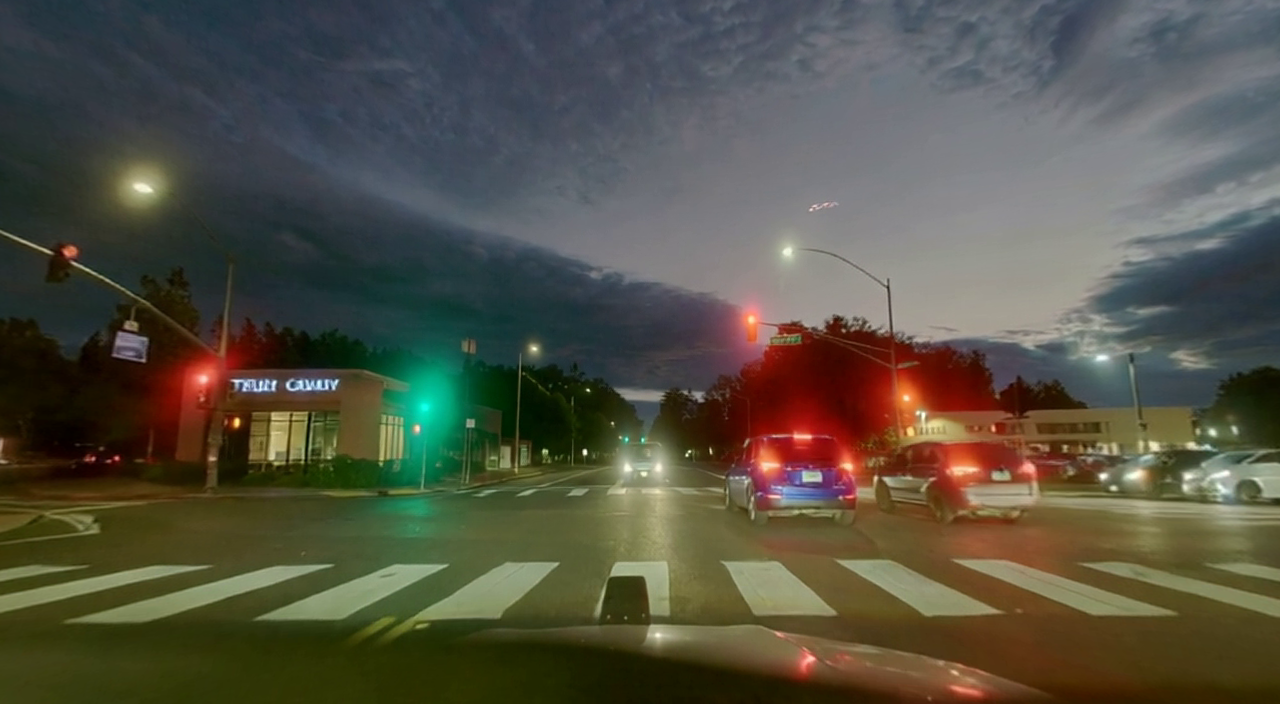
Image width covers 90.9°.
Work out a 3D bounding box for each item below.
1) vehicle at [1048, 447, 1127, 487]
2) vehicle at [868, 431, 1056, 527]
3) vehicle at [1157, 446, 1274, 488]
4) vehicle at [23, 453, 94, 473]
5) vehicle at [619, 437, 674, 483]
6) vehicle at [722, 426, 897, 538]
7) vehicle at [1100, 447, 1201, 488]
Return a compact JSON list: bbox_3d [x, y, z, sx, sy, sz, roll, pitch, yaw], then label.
[{"bbox_3d":[18.865,4.824,26.728,1.791,1.520,3.649,-4,-9,21],"label":"vehicle"},{"bbox_3d":[6.502,2.564,13.355,1.792,1.682,4.089,0,-8,0],"label":"vehicle"},{"bbox_3d":[23.706,4.709,26.202,2.134,1.535,4.289,-4,-9,22],"label":"vehicle"},{"bbox_3d":[-42.282,8.058,45.911,3.391,1.379,1.562,4,-9,-27],"label":"vehicle"},{"bbox_3d":[0.226,5.089,30.102,2.390,1.948,5.344,0,-8,-1],"label":"vehicle"},{"bbox_3d":[2.974,2.385,12.327,2.048,1.725,4.754,0,-8,0],"label":"vehicle"},{"bbox_3d":[21.176,4.769,26.366,2.066,1.488,4.158,-4,-9,22],"label":"vehicle"}]
